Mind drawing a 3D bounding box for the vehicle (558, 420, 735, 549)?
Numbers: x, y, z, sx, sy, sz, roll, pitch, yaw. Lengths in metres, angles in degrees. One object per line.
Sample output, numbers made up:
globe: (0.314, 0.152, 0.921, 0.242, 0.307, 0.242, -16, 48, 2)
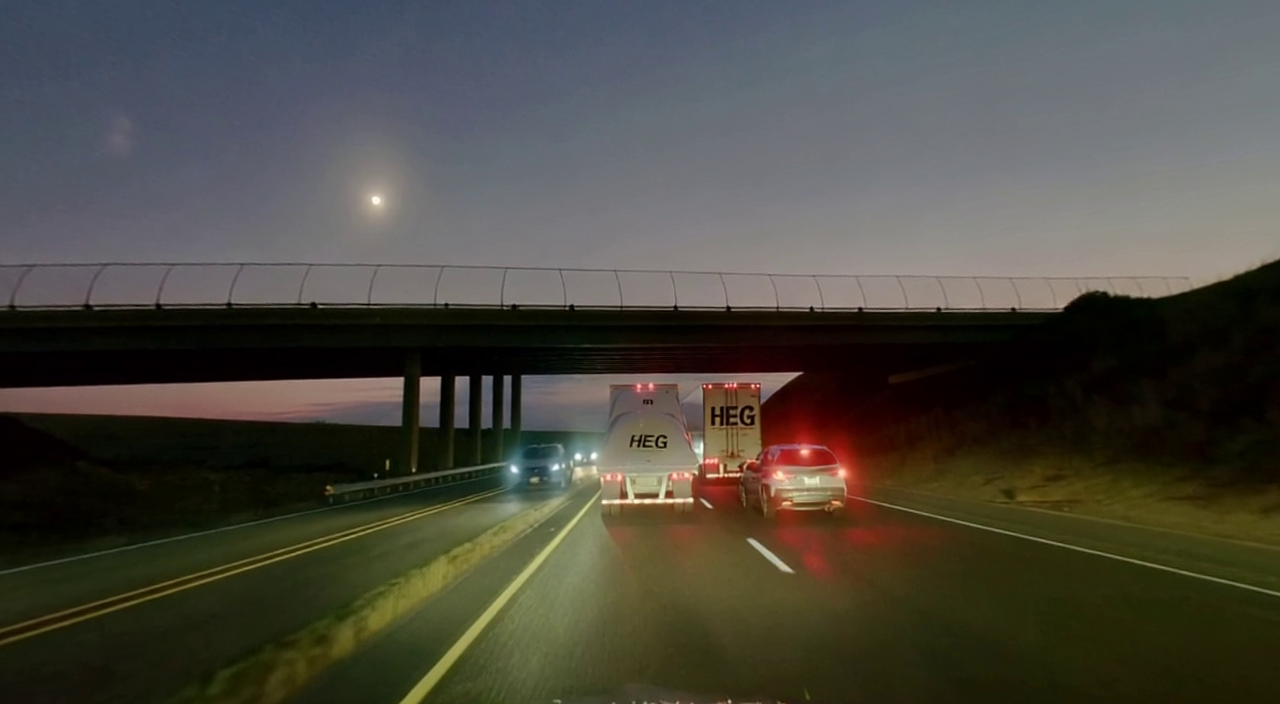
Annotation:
vehicle: (0.105, 2.018, 10.162, 2.256, 1.615, 4.114, -1, -9, 1)

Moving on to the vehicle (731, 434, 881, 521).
vehicle: (3.220, 2.525, 13.128, 1.972, 1.505, 3.946, -1, -9, -1)

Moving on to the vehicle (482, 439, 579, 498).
vehicle: (-3.192, 3.522, 19.420, 2.122, 1.569, 4.294, -1, -9, 2)
